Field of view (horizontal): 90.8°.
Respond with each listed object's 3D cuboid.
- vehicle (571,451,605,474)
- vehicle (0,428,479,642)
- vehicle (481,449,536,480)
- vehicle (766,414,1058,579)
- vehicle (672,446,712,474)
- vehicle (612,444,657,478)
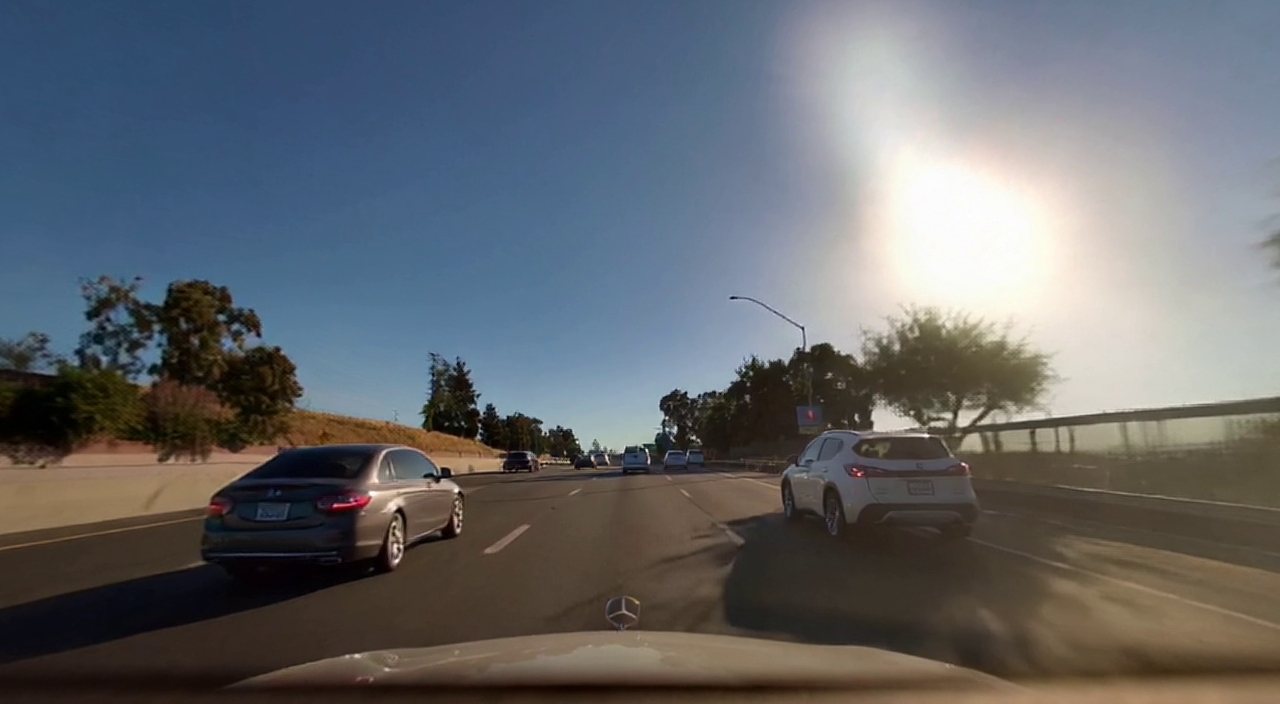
[{"bbox_3d":[-3.657,7.860,45.133,1.968,1.473,4.209,0,-8,1],"label":"vehicle"},{"bbox_3d":[-3.507,1.667,6.982,2.130,1.514,4.766,0,-8,1],"label":"vehicle"},{"bbox_3d":[-6.947,6.009,33.903,1.980,1.519,4.147,0,-8,1],"label":"vehicle"},{"bbox_3d":[3.326,1.856,8.977,2.029,1.716,4.545,0,-8,-1],"label":"vehicle"},{"bbox_3d":[3.440,7.189,42.403,2.320,1.735,4.408,0,-8,0],"label":"vehicle"},{"bbox_3d":[-0.295,6.114,35.702,2.408,1.748,4.217,0,-8,0],"label":"vehicle"}]
